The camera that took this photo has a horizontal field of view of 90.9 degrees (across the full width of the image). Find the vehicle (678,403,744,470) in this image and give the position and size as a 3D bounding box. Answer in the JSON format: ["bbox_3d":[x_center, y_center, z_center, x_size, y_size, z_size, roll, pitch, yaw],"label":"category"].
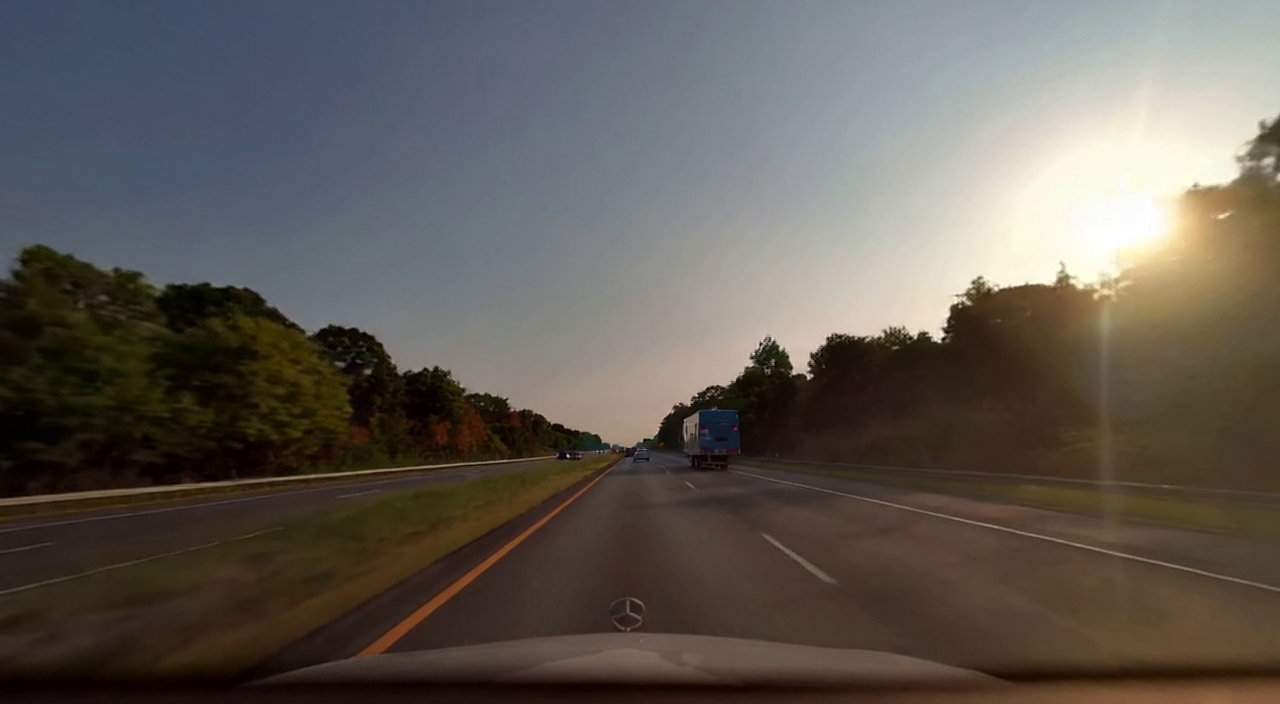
[{"bbox_3d":[4.808,6.279,45.938,2.939,4.129,14.300,0,-9,-1],"label":"vehicle"}]

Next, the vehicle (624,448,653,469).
[{"bbox_3d":[-0.145,7.381,43.785,1.926,1.386,3.615,0,-9,0],"label":"vehicle"}]
